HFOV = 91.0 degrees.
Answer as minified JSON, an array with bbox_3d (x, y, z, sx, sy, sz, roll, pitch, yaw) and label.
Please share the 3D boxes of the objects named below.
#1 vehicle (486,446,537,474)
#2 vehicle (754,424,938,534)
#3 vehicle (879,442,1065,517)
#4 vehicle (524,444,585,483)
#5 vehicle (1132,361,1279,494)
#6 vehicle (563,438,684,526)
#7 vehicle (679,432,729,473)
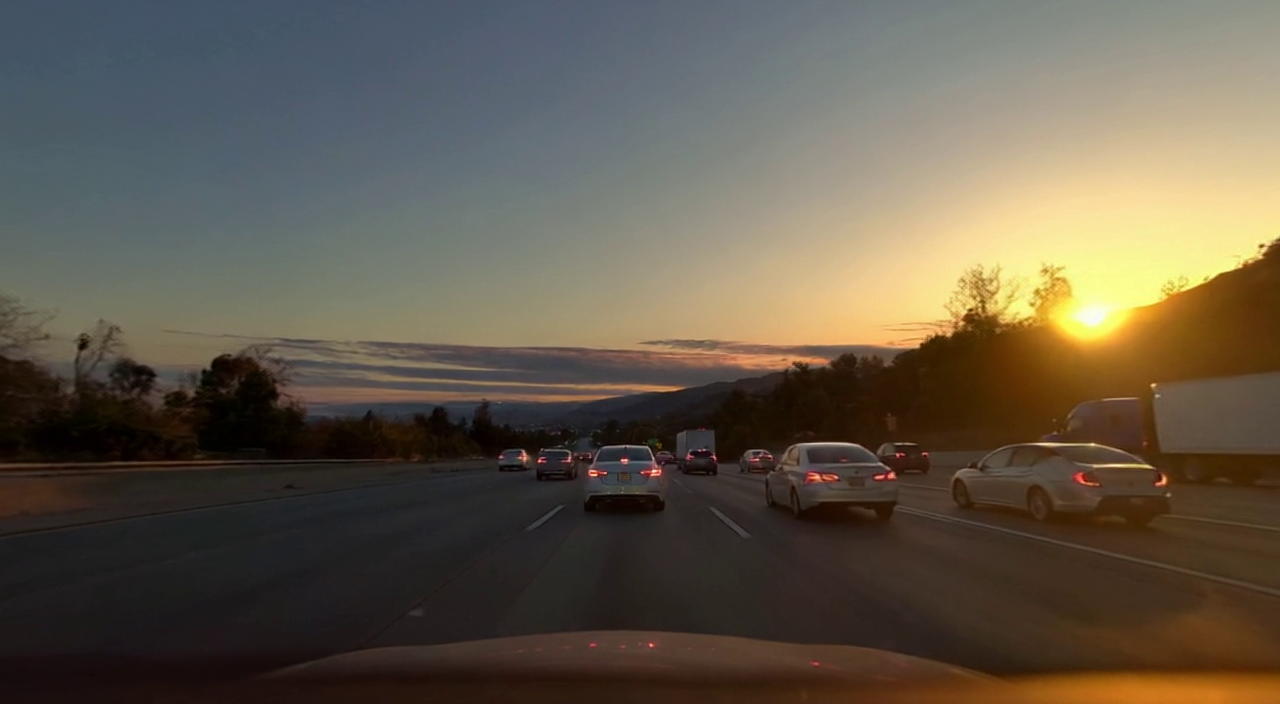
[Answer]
[{"bbox_3d":[-7.786,6.606,38.740,2.032,1.549,4.850,0,-9,1],"label":"vehicle"},{"bbox_3d":[3.543,2.267,11.804,2.053,1.666,4.106,0,-9,0],"label":"vehicle"},{"bbox_3d":[7.618,2.937,15.084,2.021,1.505,4.480,0,-9,0],"label":"vehicle"},{"bbox_3d":[-3.630,4.836,27.510,1.926,1.542,4.329,0,-9,1],"label":"vehicle"},{"bbox_3d":[21.374,2.285,19.138,2.970,4.079,10.086,3,-9,-14],"label":"vehicle"},{"bbox_3d":[-0.260,2.598,13.122,2.132,1.499,4.038,0,-9,1],"label":"vehicle"},{"bbox_3d":[3.809,6.158,38.576,2.440,2.313,5.266,0,-9,0],"label":"vehicle"}]
